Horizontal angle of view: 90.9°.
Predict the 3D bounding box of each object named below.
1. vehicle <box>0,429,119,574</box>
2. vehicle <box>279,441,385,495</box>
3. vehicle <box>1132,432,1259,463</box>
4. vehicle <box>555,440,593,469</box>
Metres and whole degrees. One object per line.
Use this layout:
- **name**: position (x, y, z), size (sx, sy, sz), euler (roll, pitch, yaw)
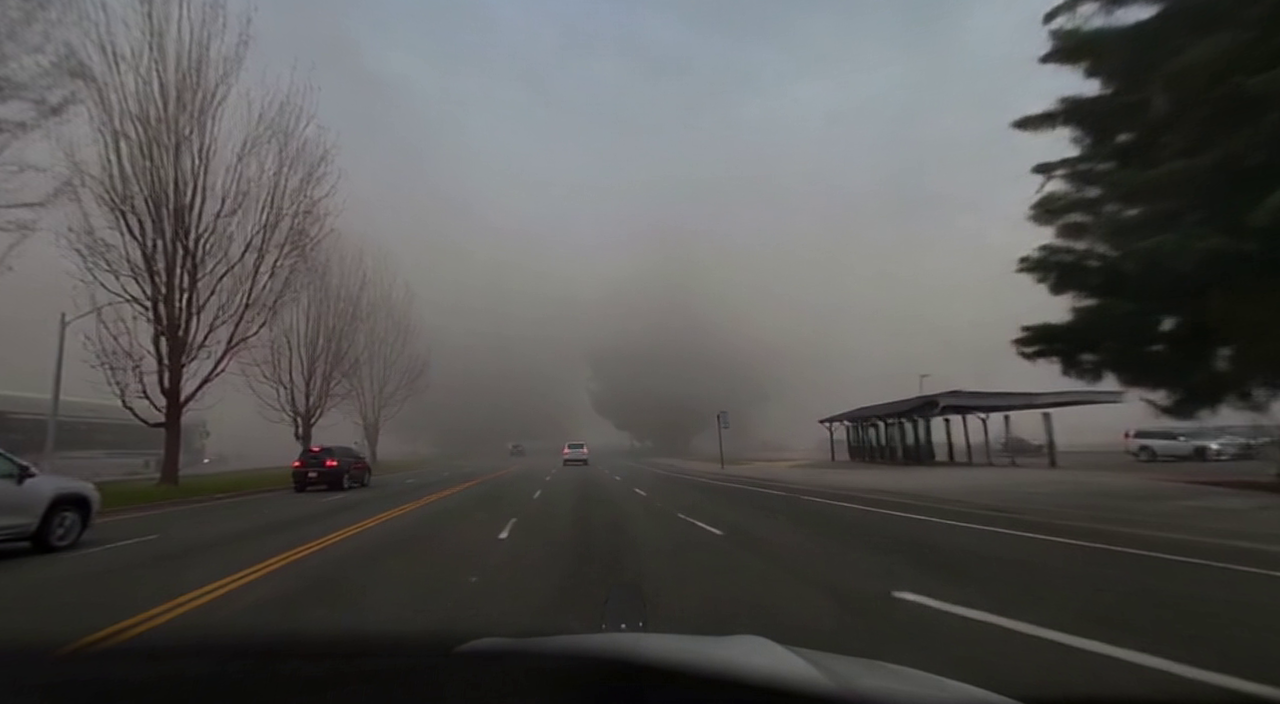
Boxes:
- **vehicle**: position (-8.757, 1.732, 7.047), size (2.181, 1.728, 4.515), euler (0, -8, -4)
- **vehicle**: position (-11.366, 4.263, 23.695), size (2.097, 1.782, 4.682), euler (1, -8, -7)
- **vehicle**: position (28.344, 4.893, 32.411), size (1.896, 1.459, 4.611), euler (1, -8, -10)
- **vehicle**: position (-4.344, 6.702, 41.466), size (2.345, 1.803, 4.261), euler (1, -8, -6)
